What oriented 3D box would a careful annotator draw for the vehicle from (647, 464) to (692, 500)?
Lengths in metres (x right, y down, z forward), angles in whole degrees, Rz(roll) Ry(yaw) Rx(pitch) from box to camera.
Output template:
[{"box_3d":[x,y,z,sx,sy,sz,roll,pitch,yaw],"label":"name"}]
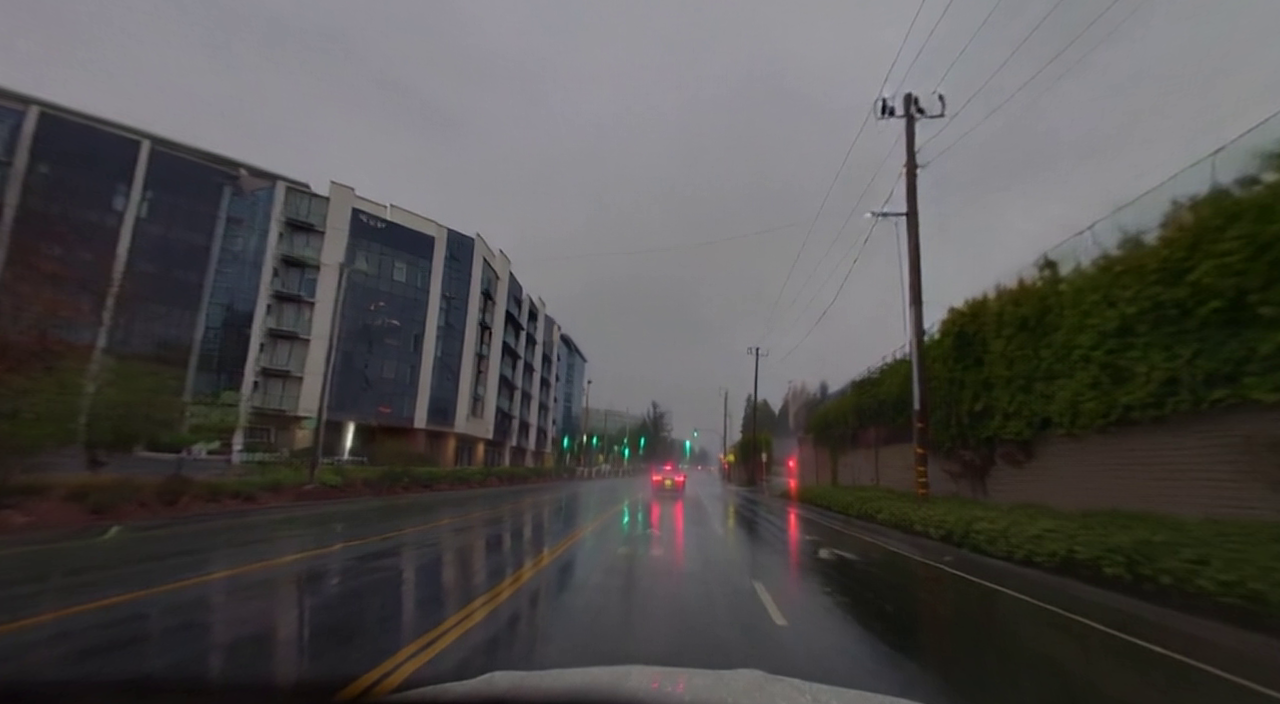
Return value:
[{"box_3d":[1.536,6.473,31.387,2.067,1.629,3.858,0,-11,4],"label":"vehicle"}]
